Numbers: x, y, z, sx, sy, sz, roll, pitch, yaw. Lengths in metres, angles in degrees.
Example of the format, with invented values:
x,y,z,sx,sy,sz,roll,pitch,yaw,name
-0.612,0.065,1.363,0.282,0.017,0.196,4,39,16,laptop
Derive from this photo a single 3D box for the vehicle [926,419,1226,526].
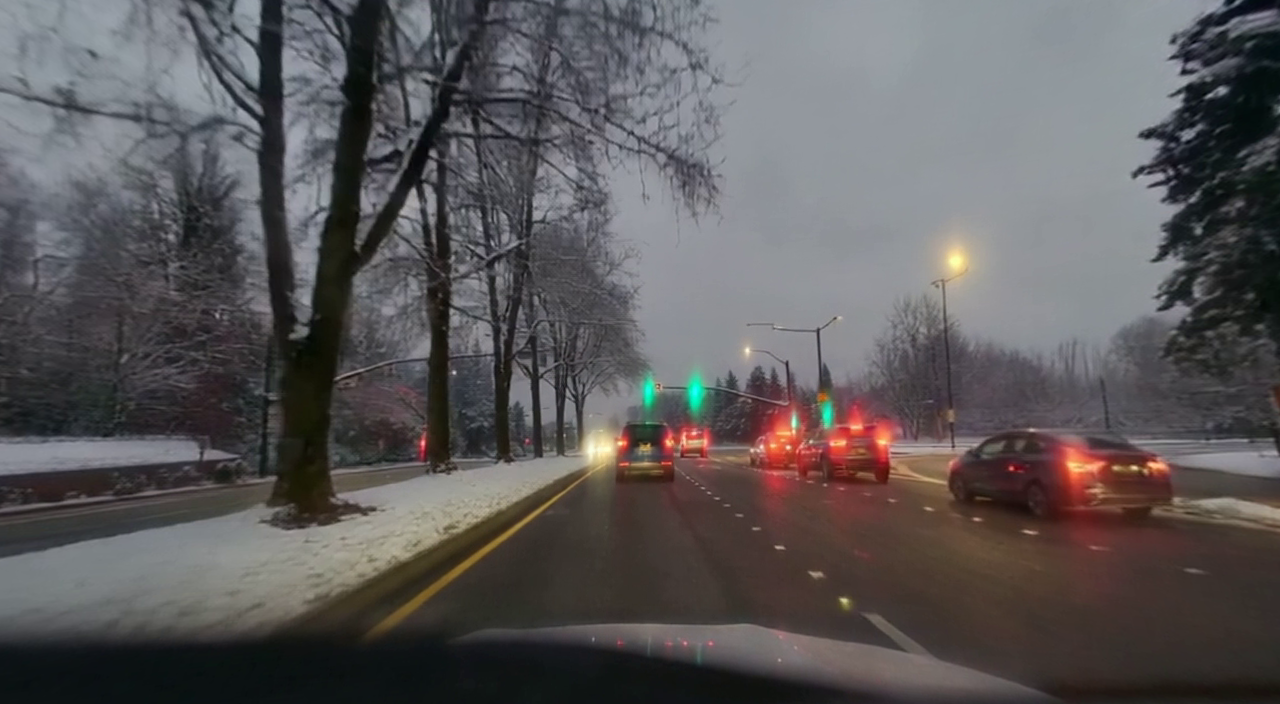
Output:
x,y,z,sx,sy,sz,roll,pitch,yaw,name
7.353,2.094,11.508,2.004,1.504,4.836,0,-9,0,vehicle

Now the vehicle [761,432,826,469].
x,y,z,sx,sy,sz,roll,pitch,yaw,name
7.318,4.736,30.534,2.025,1.642,4.189,0,-9,0,vehicle

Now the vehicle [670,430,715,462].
x,y,z,sx,sy,sz,roll,pitch,yaw,name
3.224,5.882,39.549,2.388,1.833,4.506,0,-9,-1,vehicle

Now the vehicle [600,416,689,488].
x,y,z,sx,sy,sz,roll,pitch,yaw,name
0.116,2.988,18.950,2.353,1.894,4.122,0,-9,0,vehicle

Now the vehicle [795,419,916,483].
x,y,z,sx,sy,sz,roll,pitch,yaw,name
7.066,3.352,21.500,2.251,1.873,5.346,0,-9,0,vehicle
